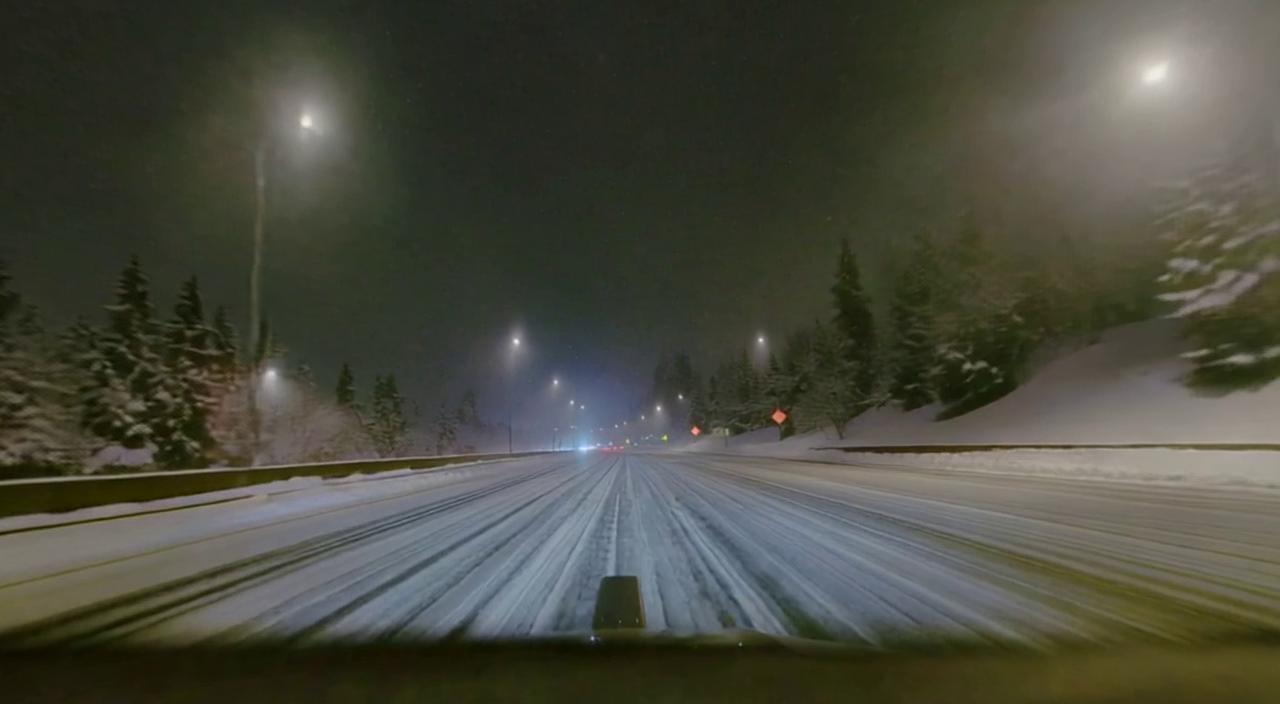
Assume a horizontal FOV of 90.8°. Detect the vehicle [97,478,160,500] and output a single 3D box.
[{"bbox_3d":[-39.132,10.460,48.358,1.728,1.413,3.694,0,-8,-1],"label":"vehicle"}]
